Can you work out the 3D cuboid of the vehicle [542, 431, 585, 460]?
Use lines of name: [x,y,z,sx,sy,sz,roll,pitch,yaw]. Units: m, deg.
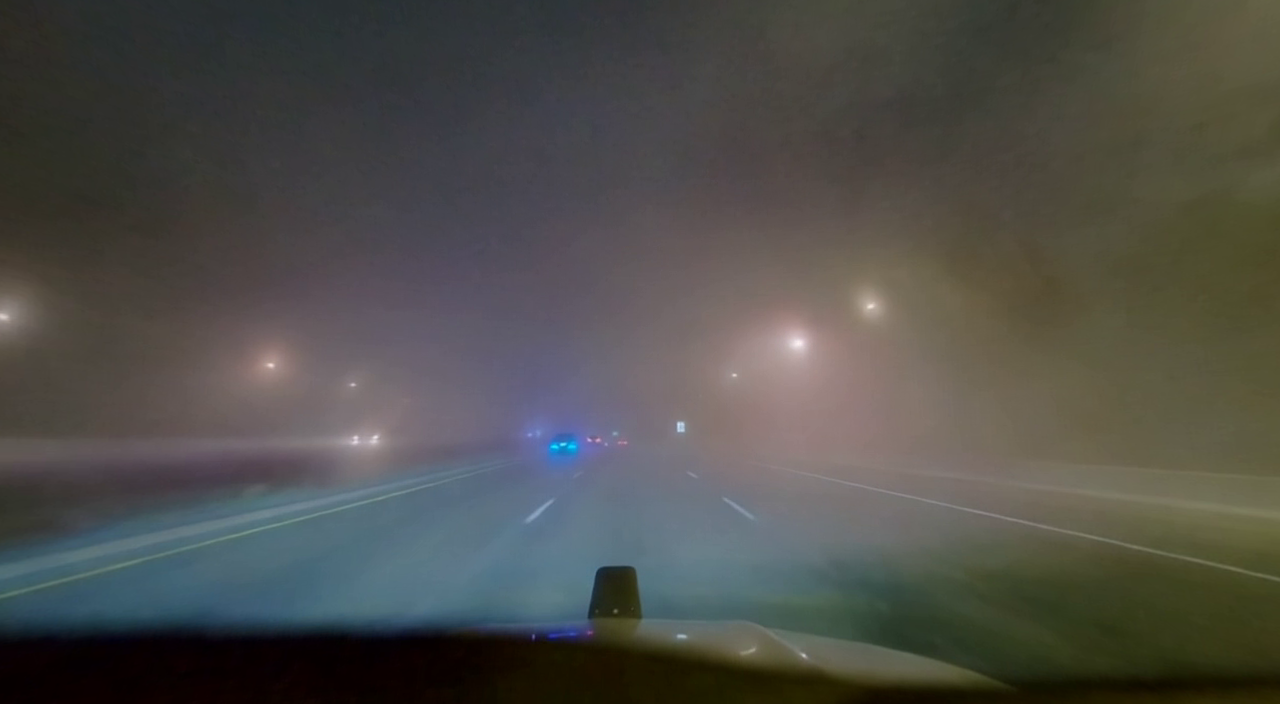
vehicle: [-4.424,5.513,37.196,2.062,1.591,4.156,0,-8,-1]
